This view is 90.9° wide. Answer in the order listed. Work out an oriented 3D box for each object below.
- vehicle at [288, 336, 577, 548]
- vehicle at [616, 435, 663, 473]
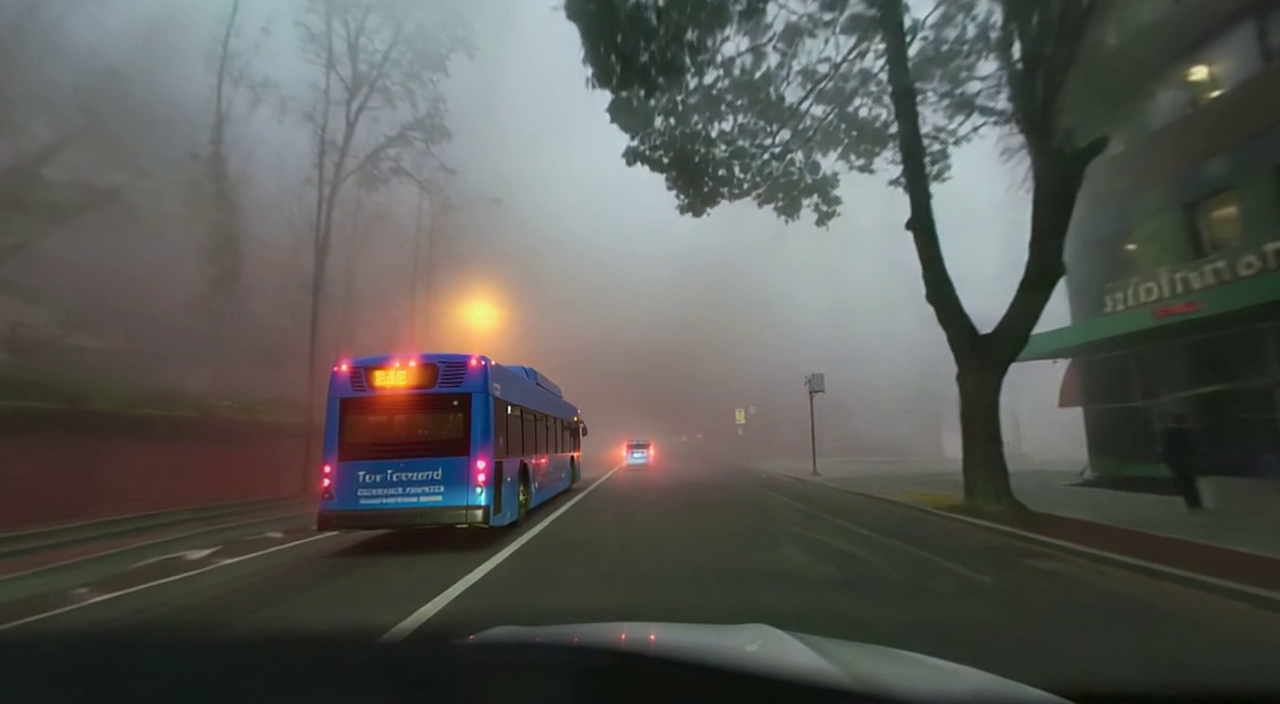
[{"bbox_3d":[-3.240,1.847,12.939,2.920,2.884,8.588,0,-8,1],"label":"vehicle"},{"bbox_3d":[-0.016,4.960,30.756,2.120,1.727,3.917,0,-8,0],"label":"vehicle"}]
